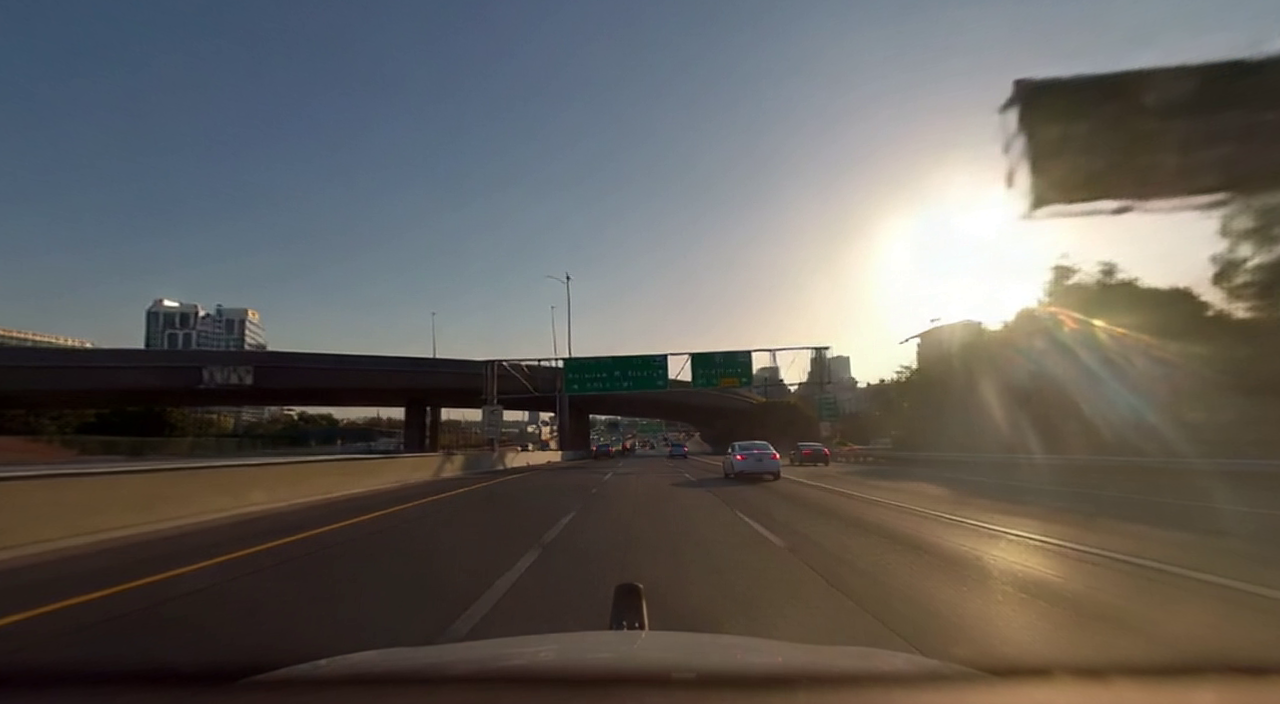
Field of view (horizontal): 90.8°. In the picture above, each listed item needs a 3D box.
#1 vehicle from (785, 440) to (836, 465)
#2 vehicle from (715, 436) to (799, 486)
[{"bbox_3d":[11.104,6.571,41.468,2.019,1.529,4.385,0,-8,-1],"label":"vehicle"},{"bbox_3d":[3.840,3.647,21.480,1.961,1.504,4.094,0,-8,-1],"label":"vehicle"}]
